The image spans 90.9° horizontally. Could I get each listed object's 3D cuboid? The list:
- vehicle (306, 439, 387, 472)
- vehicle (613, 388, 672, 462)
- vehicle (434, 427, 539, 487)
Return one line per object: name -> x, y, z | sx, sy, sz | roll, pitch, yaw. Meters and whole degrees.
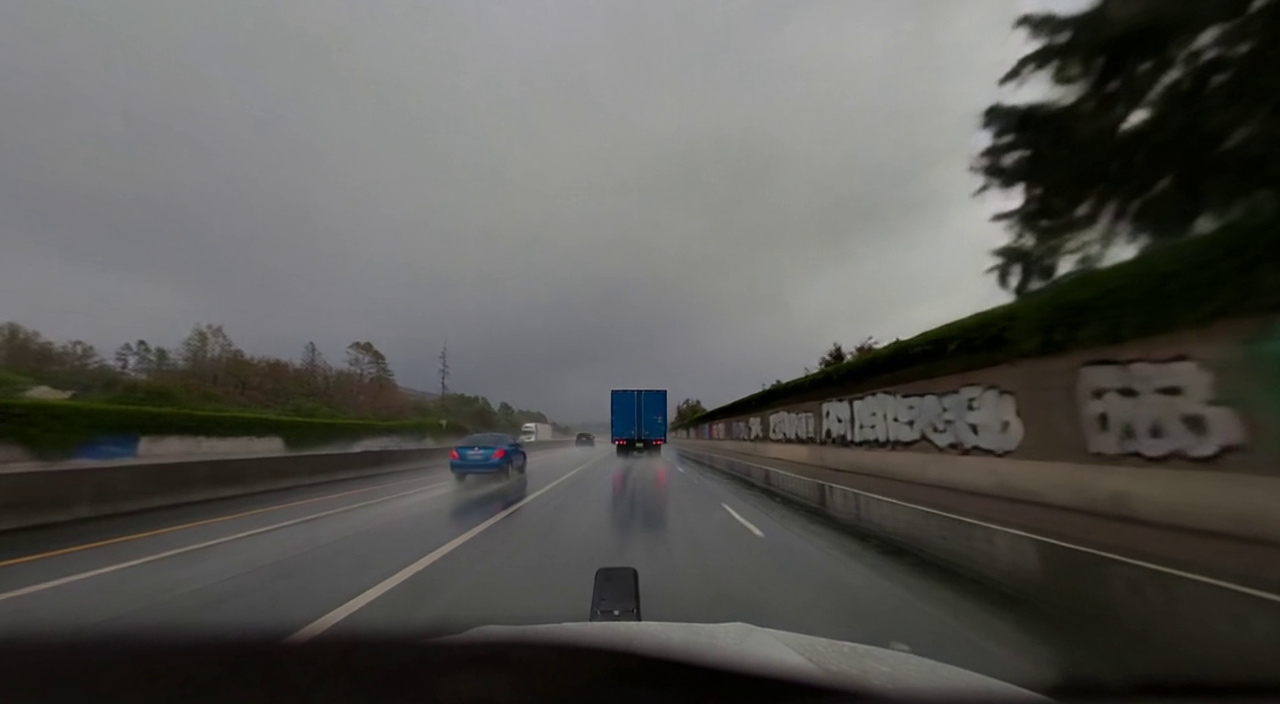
vehicle -> -13.668, 4.825, 29.674 | 1.797, 1.414, 4.296 | 0, -8, -1
vehicle -> 0.011, 4.238, 35.894 | 2.927, 3.649, 9.443 | 0, -8, -1
vehicle -> -4.351, 3.024, 18.642 | 1.948, 1.526, 4.525 | 0, -8, 0
